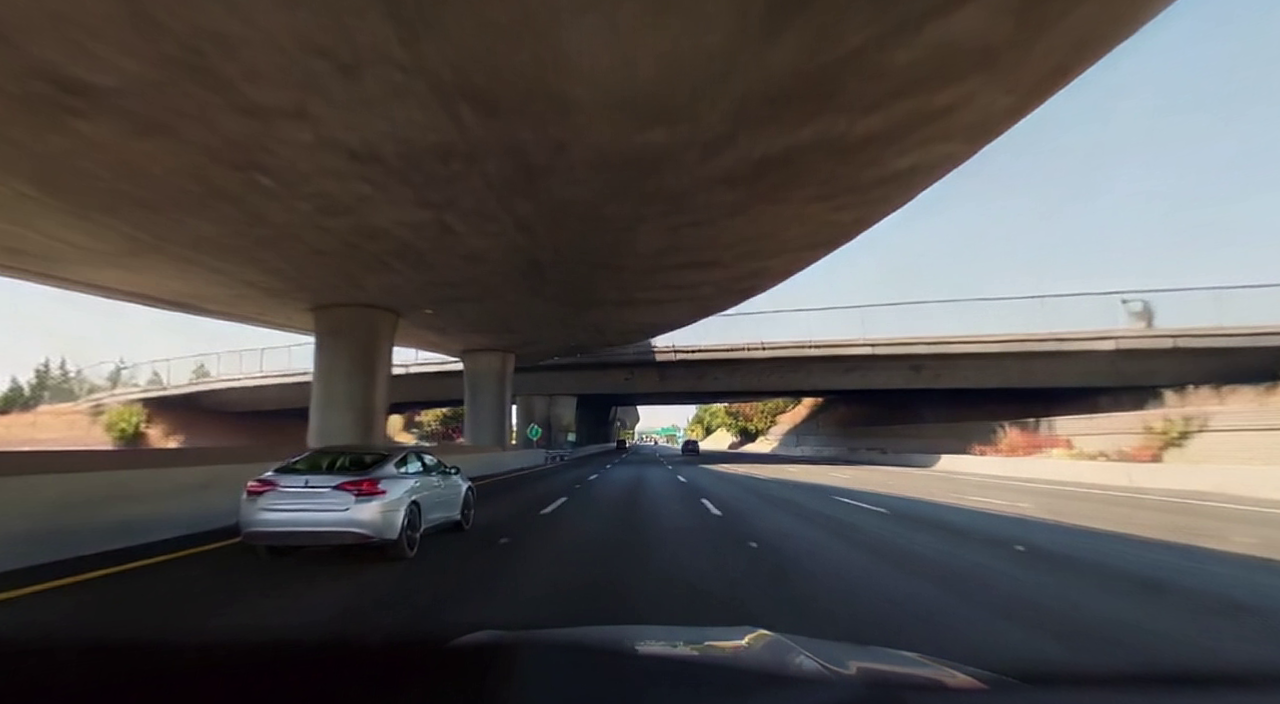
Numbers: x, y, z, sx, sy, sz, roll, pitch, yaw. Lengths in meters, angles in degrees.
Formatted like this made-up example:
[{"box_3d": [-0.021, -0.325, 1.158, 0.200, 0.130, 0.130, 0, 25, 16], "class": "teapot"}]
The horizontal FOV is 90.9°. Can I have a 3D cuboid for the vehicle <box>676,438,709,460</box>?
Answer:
[{"box_3d": [3.807, 7.053, 46.167, 1.949, 1.515, 4.374, 0, -8, -1], "class": "vehicle"}]
